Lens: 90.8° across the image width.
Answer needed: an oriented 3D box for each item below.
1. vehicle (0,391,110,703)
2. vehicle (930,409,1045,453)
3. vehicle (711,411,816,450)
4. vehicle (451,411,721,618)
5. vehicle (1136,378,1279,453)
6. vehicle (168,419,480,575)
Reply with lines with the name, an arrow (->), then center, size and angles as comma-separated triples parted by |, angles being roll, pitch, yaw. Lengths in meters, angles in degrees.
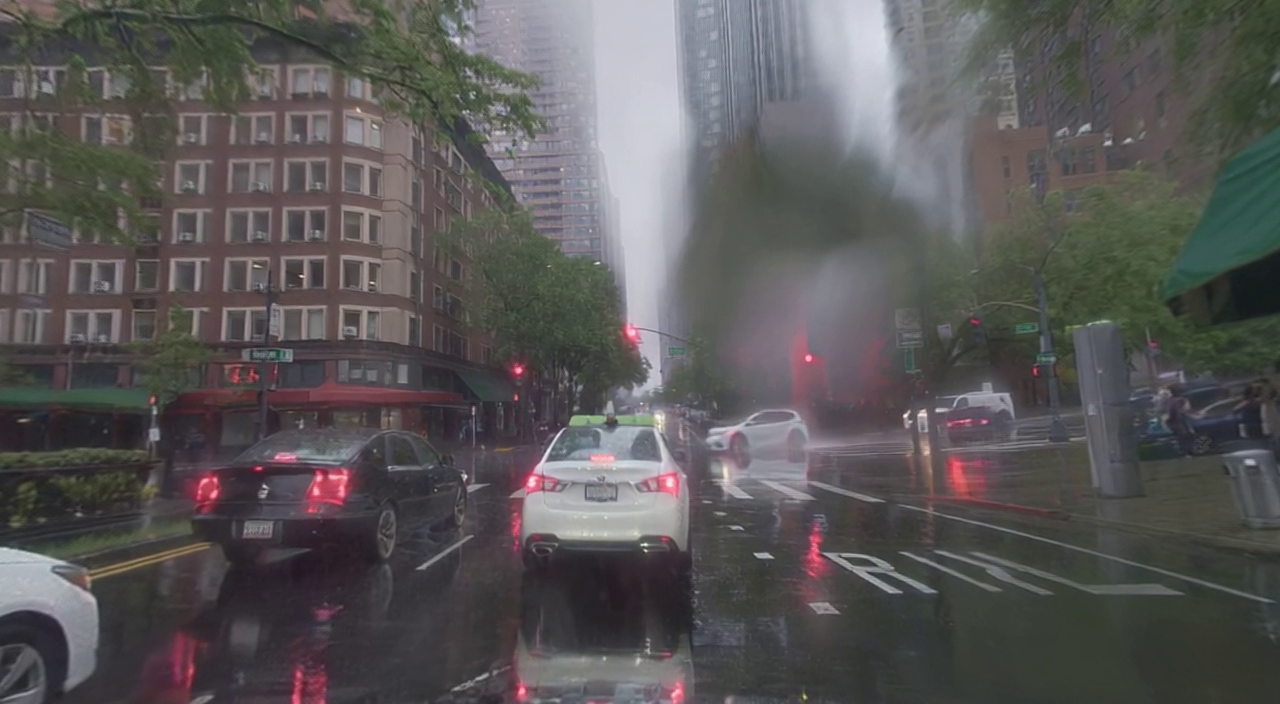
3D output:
vehicle -> -3.913, 0.697, 1.173 | 1.995, 1.524, 4.438 | 0, -8, 0
vehicle -> 14.301, 3.294, 25.960 | 4.392, 1.667, 1.958 | 4, -9, -28
vehicle -> 6.059, 3.896, 31.004 | 4.657, 1.769, 1.979 | 3, -9, -20
vehicle -> -0.415, 1.501, 6.716 | 1.999, 1.520, 3.896 | 0, -8, -1
vehicle -> 21.629, 2.354, 22.871 | 5.863, 2.493, 2.354 | 2, -9, -12
vehicle -> -3.688, 1.755, 8.462 | 1.934, 1.522, 4.287 | 0, -8, 0
